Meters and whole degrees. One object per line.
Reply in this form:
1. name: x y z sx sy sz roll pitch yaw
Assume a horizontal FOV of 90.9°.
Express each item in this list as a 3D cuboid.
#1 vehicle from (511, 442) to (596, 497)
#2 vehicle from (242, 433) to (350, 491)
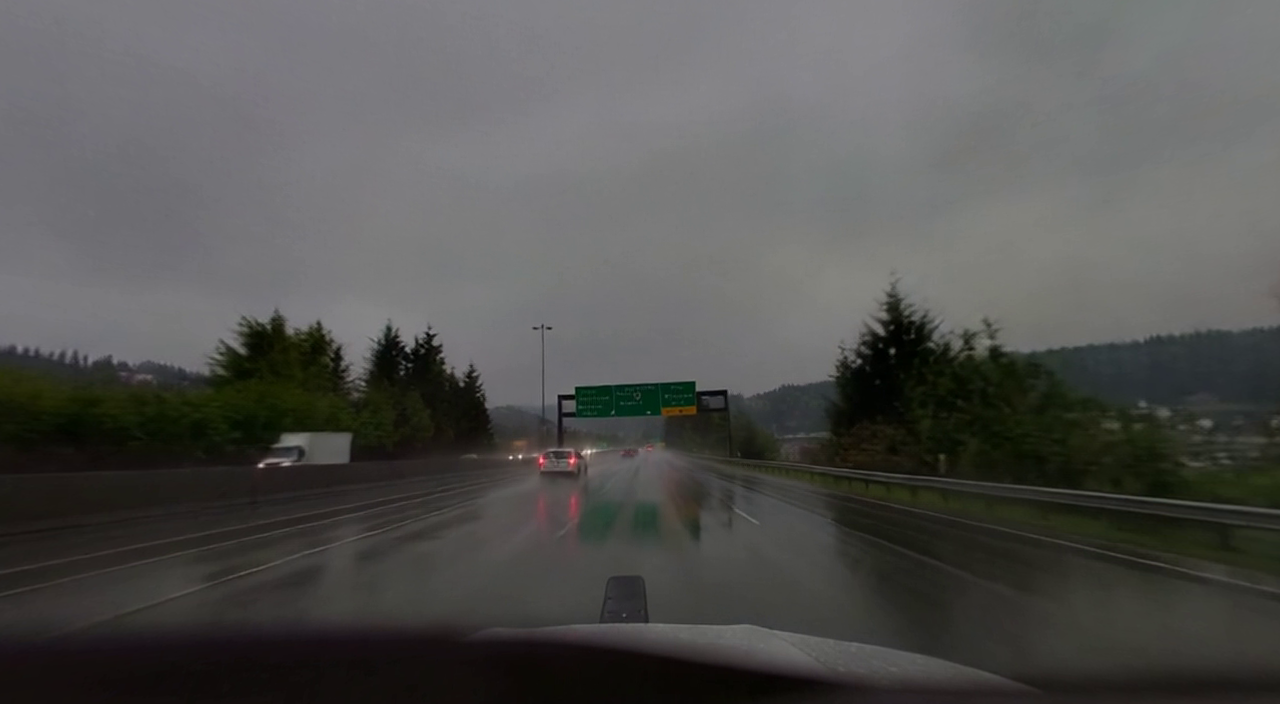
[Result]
1. vehicle: -2.616 3.681 20.034 1.936 1.545 4.116 -1 -9 3
2. vehicle: -16.998 5.437 31.542 2.336 2.601 5.237 0 -9 1
